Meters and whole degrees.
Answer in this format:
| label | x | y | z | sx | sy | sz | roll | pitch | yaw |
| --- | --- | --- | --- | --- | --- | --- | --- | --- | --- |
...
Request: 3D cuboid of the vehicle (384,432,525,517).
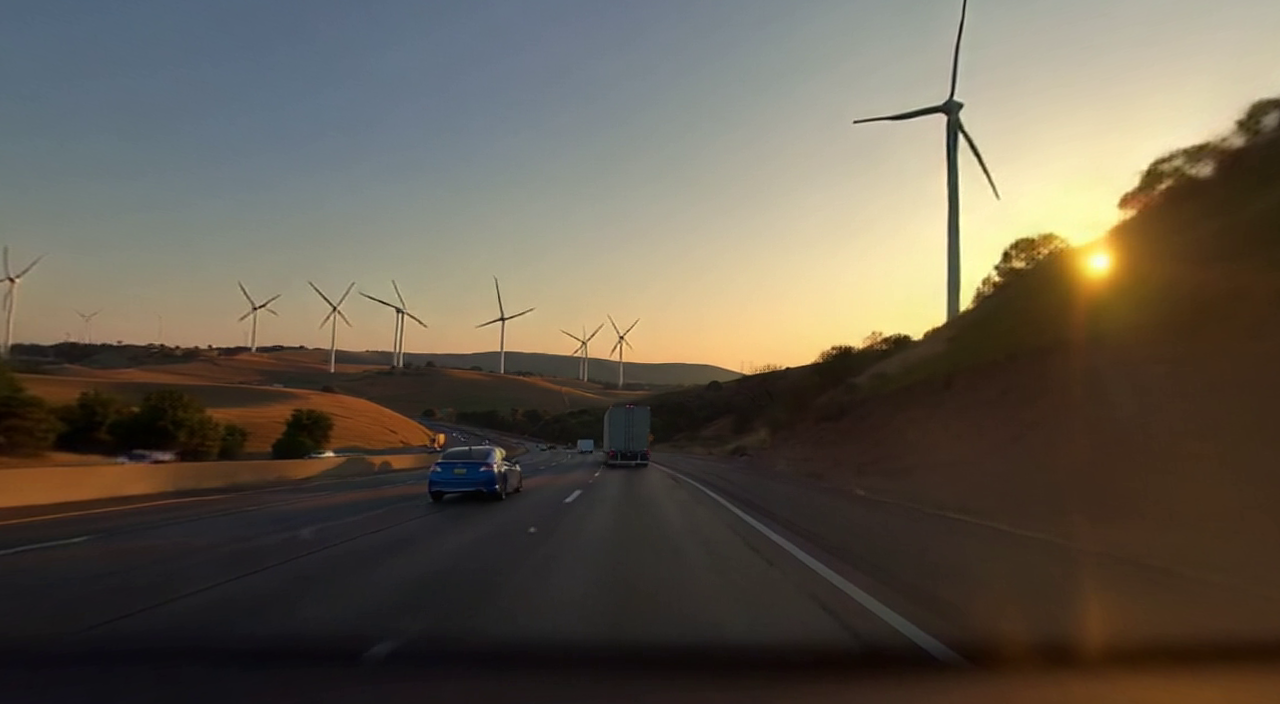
| label | x | y | z | sx | sy | sz | roll | pitch | yaw |
| --- | --- | --- | --- | --- | --- | --- | --- | --- | --- |
| vehicle | -4.054 | 2.719 | 14.487 | 2.109 | 1.684 | 3.783 | 0 | -8 | -1 |
